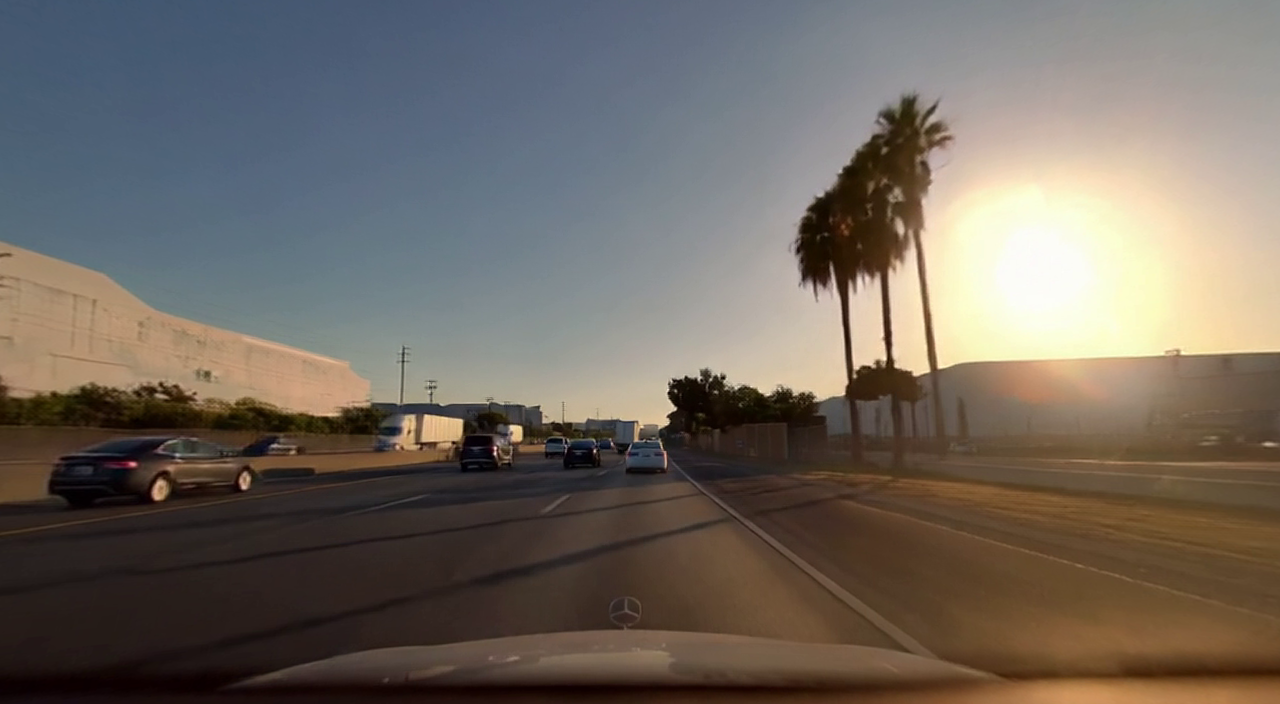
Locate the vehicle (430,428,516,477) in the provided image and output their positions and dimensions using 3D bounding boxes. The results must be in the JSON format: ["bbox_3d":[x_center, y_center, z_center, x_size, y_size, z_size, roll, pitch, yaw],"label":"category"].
[{"bbox_3d":[-6.679,4.080,25.869,2.105,1.790,4.689,-1,-8,2],"label":"vehicle"}]

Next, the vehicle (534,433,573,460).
[{"bbox_3d":[-6.556,7.195,48.205,2.085,1.932,4.967,-1,-8,2],"label":"vehicle"}]

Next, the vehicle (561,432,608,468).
[{"bbox_3d":[-2.994,5.432,35.105,2.108,1.832,4.549,-1,-8,2],"label":"vehicle"}]

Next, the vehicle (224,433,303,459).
[{"bbox_3d":[-26.883,6.759,45.306,2.081,1.729,5.567,-1,-8,1],"label":"vehicle"}]

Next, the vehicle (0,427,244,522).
[{"bbox_3d":[-10.607,2.342,12.709,1.910,1.501,5.004,-1,-8,2],"label":"vehicle"}]

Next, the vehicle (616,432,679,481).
[{"bbox_3d":[0.288,3.865,23.617,2.136,1.678,4.052,0,-8,1],"label":"vehicle"}]
